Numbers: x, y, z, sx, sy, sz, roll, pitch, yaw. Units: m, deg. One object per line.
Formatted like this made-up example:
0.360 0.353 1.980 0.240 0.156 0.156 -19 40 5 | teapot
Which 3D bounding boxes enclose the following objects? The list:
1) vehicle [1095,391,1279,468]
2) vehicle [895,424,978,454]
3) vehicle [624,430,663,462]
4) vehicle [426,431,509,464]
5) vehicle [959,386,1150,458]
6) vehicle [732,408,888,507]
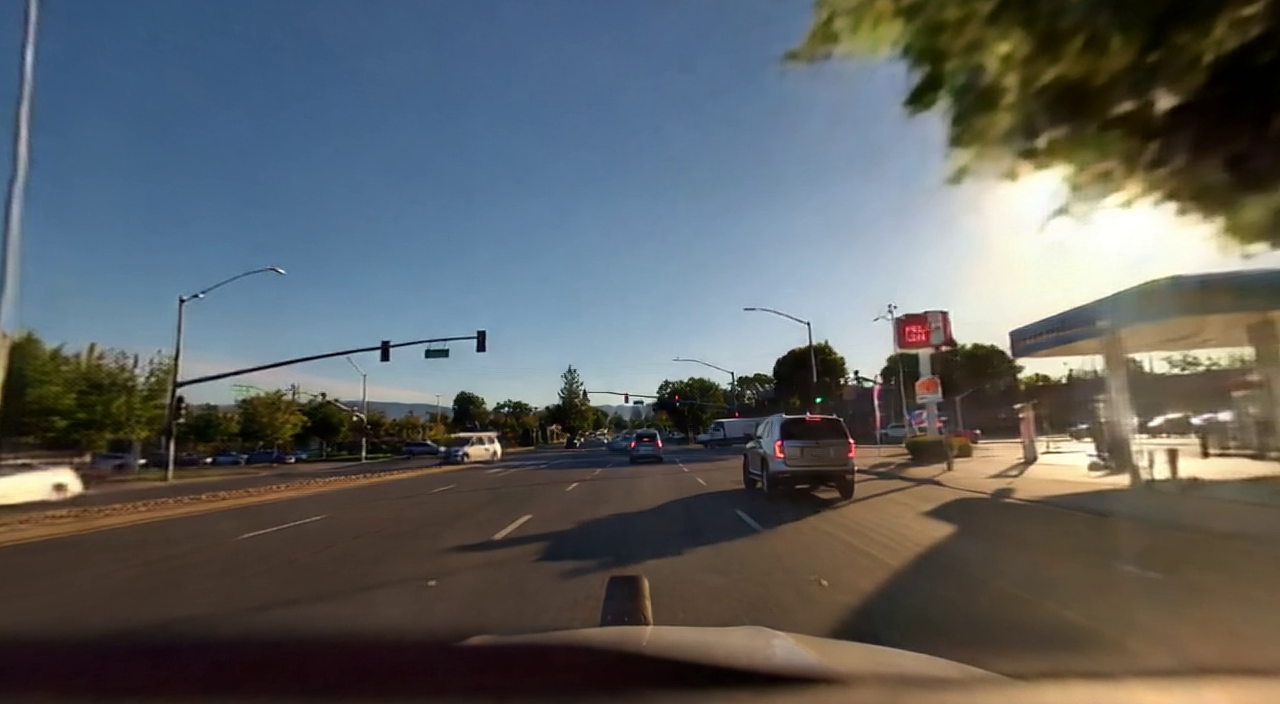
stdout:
16.075 2.134 17.128 5.659 1.947 2.165 0 -8 1 | vehicle
17.065 5.021 36.425 3.848 1.674 1.887 0 -8 1 | vehicle
0.208 5.285 35.411 2.067 1.702 3.987 0 -8 1 | vehicle
-10.963 6.131 40.528 2.191 1.984 5.431 -3 -9 22 | vehicle
16.299 2.817 25.079 5.790 2.675 2.554 1 -8 -4 | vehicle
3.407 2.237 13.661 2.083 1.779 4.347 0 -8 -1 | vehicle
